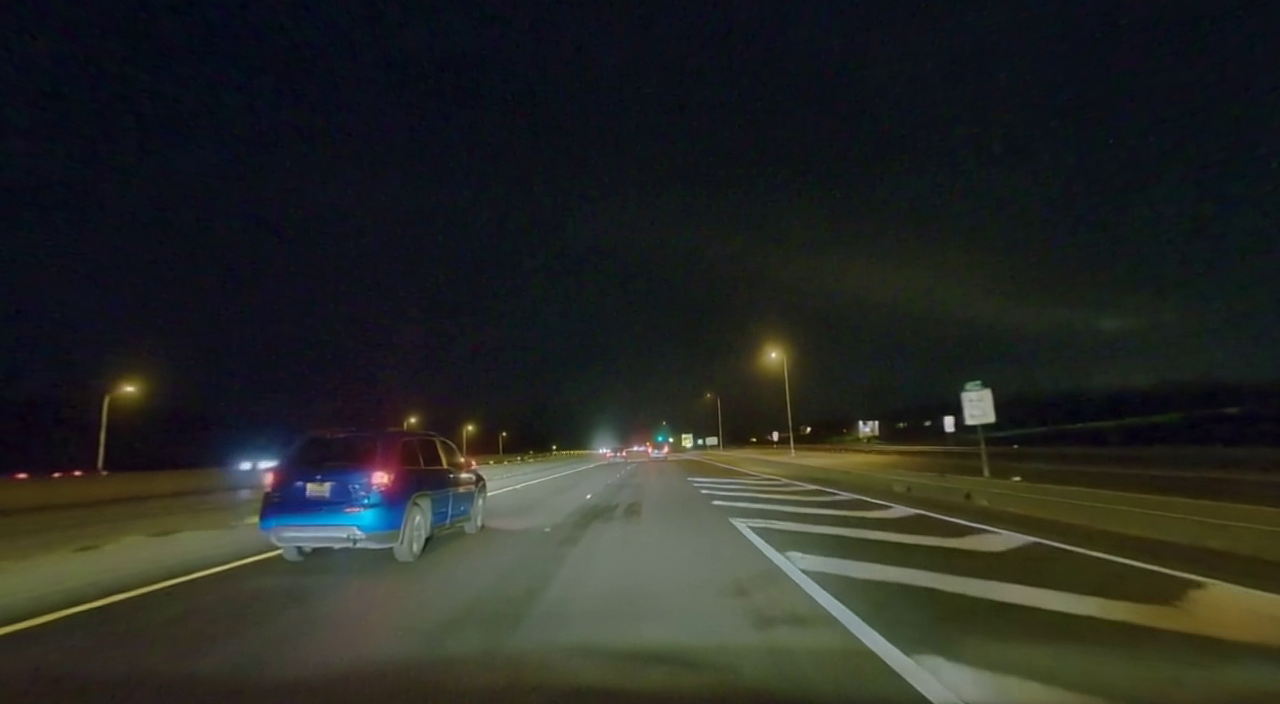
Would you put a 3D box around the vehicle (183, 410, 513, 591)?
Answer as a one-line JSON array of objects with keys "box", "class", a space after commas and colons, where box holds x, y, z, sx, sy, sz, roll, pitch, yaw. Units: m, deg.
[{"box": [-3.245, 1.756, 8.330, 2.143, 1.693, 4.513, -1, -9, 1], "class": "vehicle"}]

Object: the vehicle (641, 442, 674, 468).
[{"box": [1.150, 6.912, 42.599, 2.073, 1.621, 3.993, -1, -9, 0], "class": "vehicle"}]
